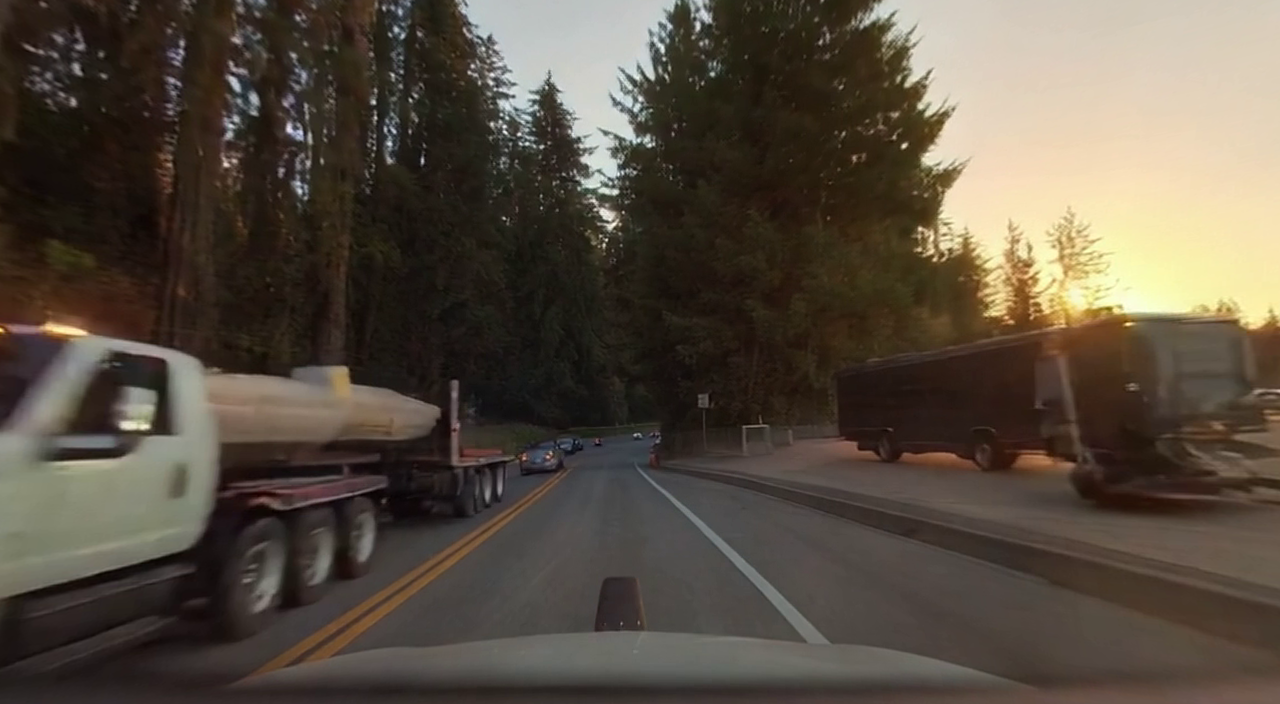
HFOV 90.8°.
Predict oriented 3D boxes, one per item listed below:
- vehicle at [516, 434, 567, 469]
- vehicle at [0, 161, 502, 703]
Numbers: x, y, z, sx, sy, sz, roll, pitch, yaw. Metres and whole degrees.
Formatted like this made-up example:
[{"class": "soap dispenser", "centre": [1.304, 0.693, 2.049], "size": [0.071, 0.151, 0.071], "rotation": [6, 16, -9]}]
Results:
[{"class": "vehicle", "centre": [-5.165, 5.313, 33.825], "size": [2.096, 1.705, 4.352], "rotation": [0, -8, -1]}, {"class": "vehicle", "centre": [-3.690, 1.098, 6.673], "size": [2.939, 2.556, 8.664], "rotation": [0, -8, -3]}]
